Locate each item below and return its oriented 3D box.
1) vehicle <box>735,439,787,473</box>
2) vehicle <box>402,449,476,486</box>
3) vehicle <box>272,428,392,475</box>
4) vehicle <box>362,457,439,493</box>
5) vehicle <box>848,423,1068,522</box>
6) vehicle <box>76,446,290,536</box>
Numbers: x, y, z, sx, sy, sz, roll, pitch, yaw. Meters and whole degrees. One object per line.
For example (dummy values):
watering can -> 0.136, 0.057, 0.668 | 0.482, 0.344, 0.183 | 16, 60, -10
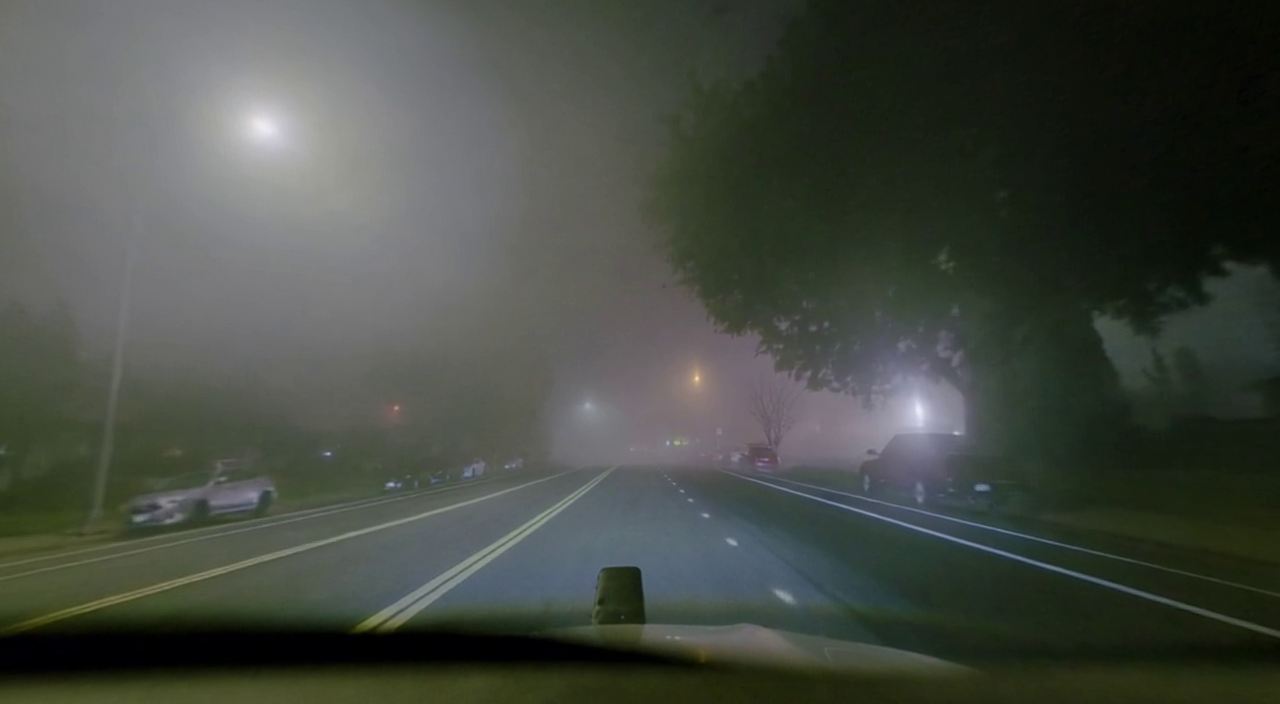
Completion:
vehicle -> 7.267, 6.308, 38.510 | 2.103, 1.912, 4.892 | 0, -9, -1
vehicle -> -10.734, 6.184, 34.214 | 2.050, 1.769, 5.585 | 0, -9, 1
vehicle -> -20.694, 6.739, 42.714 | 6.604, 3.012, 2.656 | 0, -9, 1
vehicle -> -10.807, 5.548, 28.863 | 1.838, 1.450, 4.317 | 0, -9, -1
vehicle -> 7.388, 2.874, 15.757 | 2.224, 1.956, 6.057 | 0, -9, -1
vehicle -> -10.739, 3.248, 15.338 | 1.996, 1.781, 4.139 | -3, -9, 2
